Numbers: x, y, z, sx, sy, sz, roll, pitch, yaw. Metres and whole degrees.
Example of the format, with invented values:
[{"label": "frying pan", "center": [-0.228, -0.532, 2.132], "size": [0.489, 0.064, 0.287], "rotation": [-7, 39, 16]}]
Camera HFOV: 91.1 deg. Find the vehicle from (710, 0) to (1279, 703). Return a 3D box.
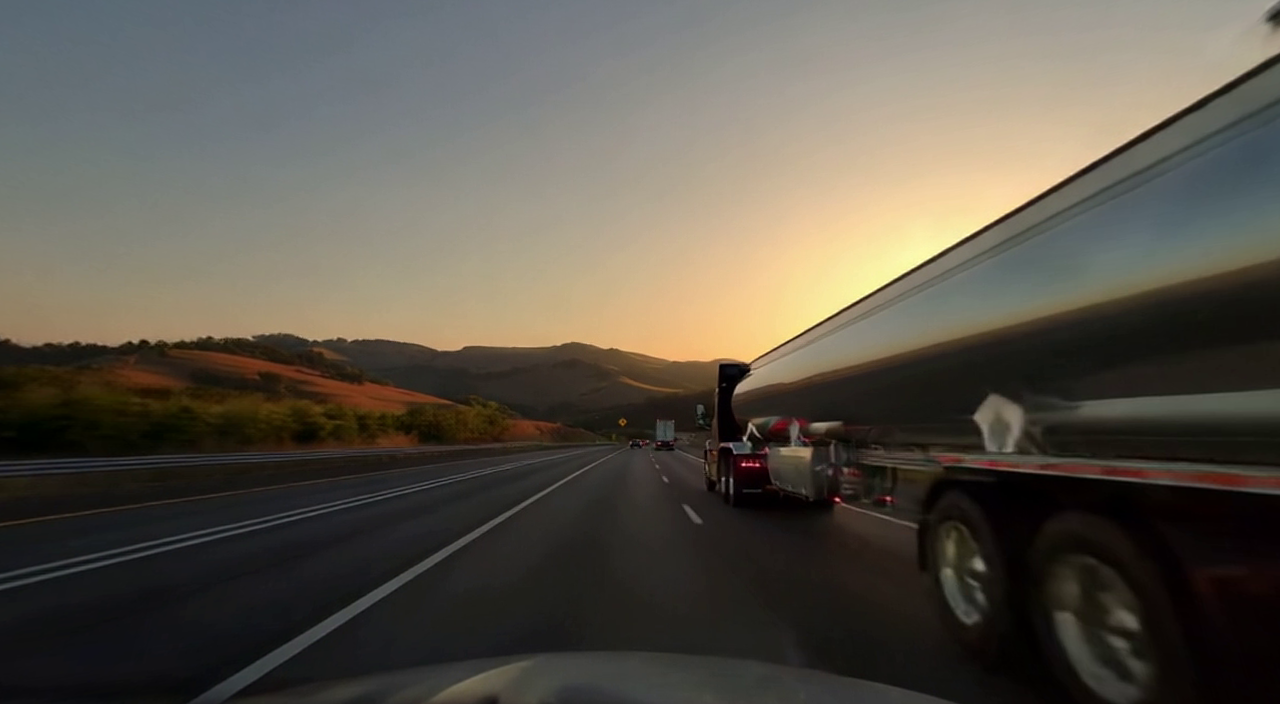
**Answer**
[{"label": "vehicle", "center": [3.077, 0.618, 8.113], "size": [2.946, 3.745, 11.516], "rotation": [1, -8, -1]}]
